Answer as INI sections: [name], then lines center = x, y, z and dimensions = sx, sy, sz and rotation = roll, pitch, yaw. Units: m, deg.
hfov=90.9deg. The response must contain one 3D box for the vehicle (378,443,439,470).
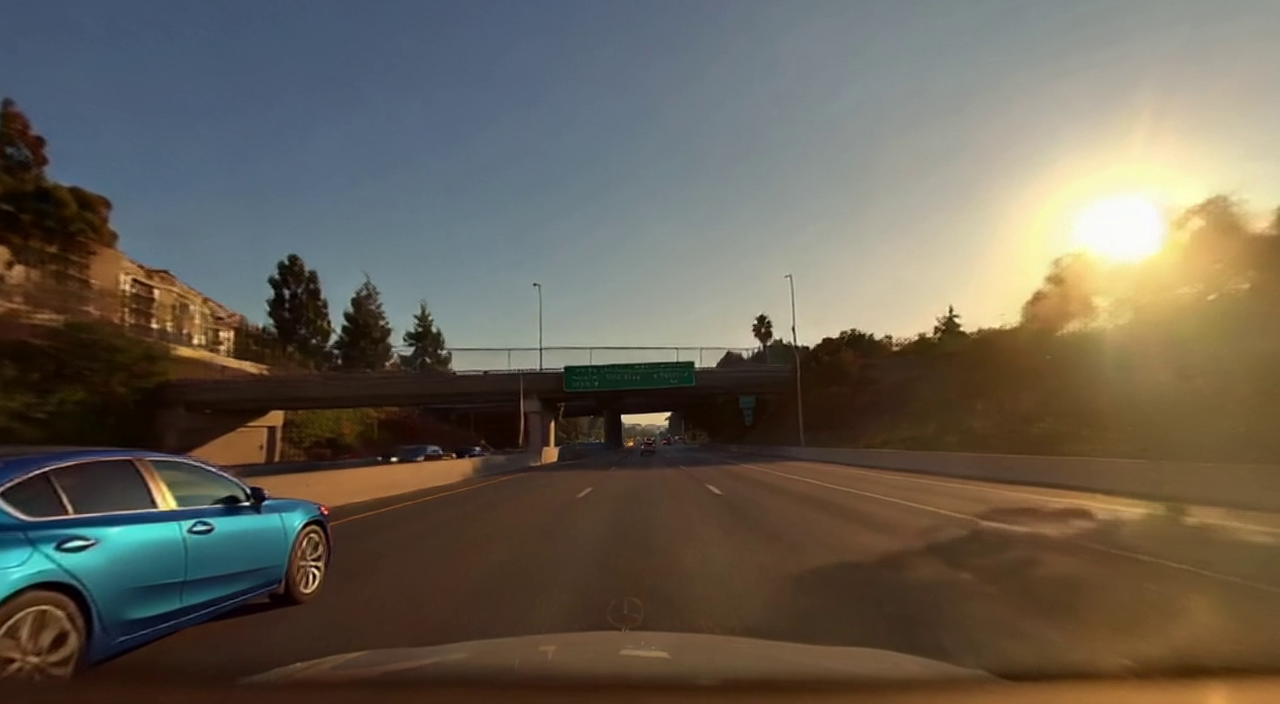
[vehicle]
center = -14.652, 6.635, 40.271
dimensions = 2.024, 1.557, 4.788
rotation = 0, -8, 1
